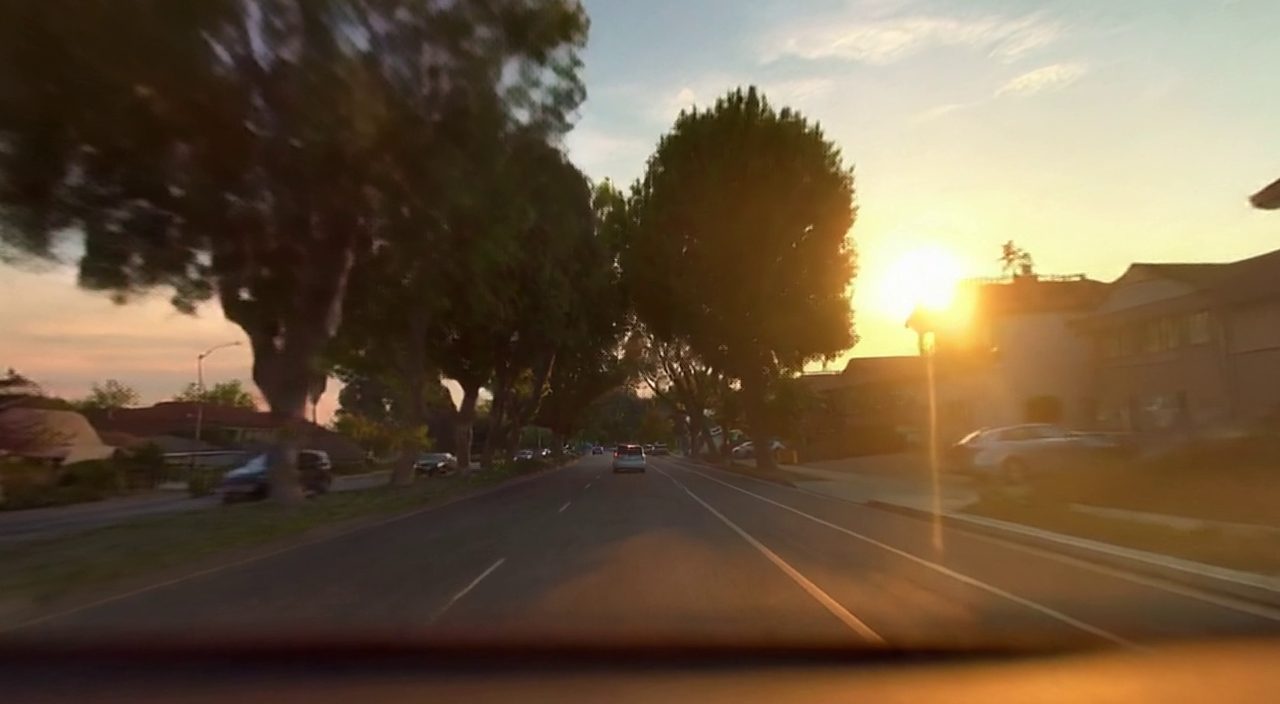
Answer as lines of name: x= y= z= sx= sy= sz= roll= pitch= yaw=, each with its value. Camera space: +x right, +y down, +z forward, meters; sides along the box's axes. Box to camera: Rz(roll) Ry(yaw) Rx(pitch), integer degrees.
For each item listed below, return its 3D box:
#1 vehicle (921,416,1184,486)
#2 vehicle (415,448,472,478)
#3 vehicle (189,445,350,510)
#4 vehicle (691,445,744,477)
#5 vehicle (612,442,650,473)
vehicle: x=11.569 y=2.823 z=18.065 sx=5.876 sy=1.828 sz=2.268 roll=0 pitch=-9 yaw=1
vehicle: x=-11.765 y=6.638 z=38.038 sx=2.065 sy=1.644 sz=4.412 roll=0 pitch=-9 yaw=0
vehicle: x=-11.346 y=3.825 z=19.833 sx=2.232 sy=1.651 sz=4.777 roll=-4 pitch=-9 yaw=0
vehicle: x=3.932 y=5.615 z=32.736 sx=2.045 sy=1.517 sz=4.394 roll=0 pitch=-9 yaw=-2
vehicle: x=-0.555 y=6.020 z=36.080 sx=2.024 sy=1.655 sz=4.301 roll=0 pitch=-9 yaw=-2
